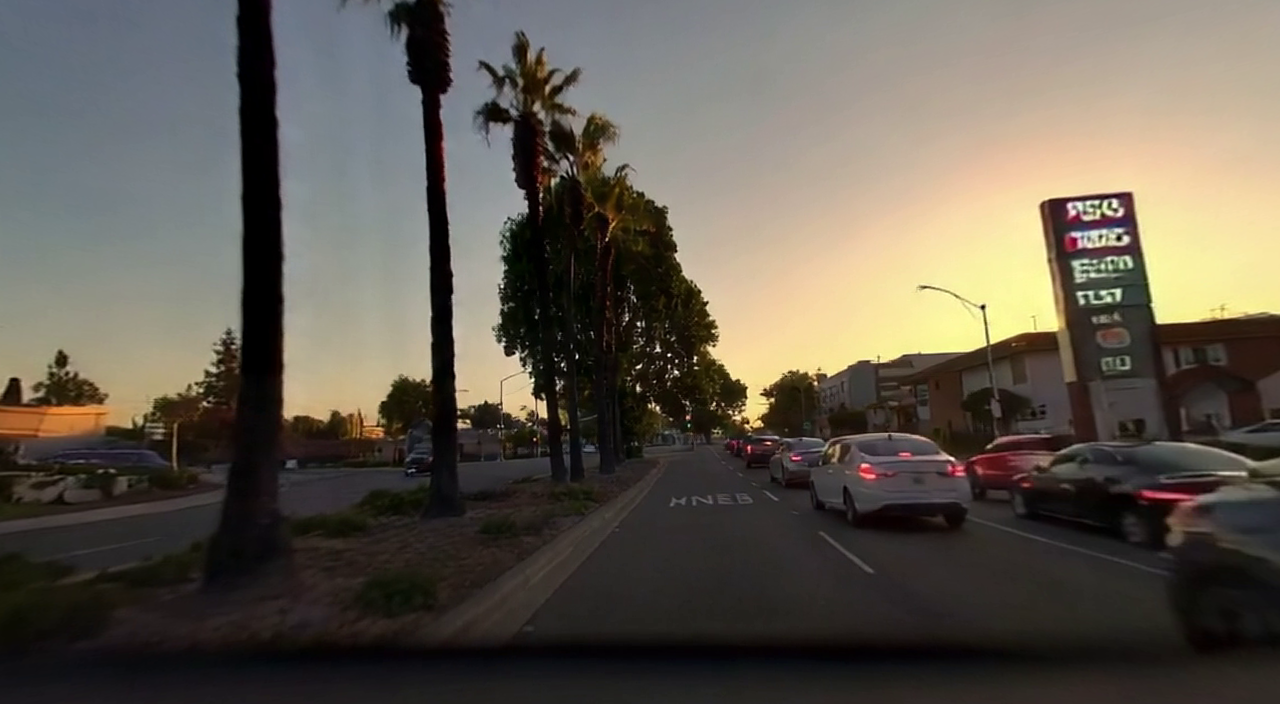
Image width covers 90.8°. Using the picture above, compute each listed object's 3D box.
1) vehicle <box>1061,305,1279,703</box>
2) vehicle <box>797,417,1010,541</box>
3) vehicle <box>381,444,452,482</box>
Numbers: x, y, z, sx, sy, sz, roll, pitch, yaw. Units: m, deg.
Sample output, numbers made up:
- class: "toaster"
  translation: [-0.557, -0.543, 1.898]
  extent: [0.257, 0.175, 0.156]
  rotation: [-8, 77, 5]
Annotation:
- class: "vehicle"
  translation: [3.507, 0.551, 1.083]
  extent: [2.428, 1.816, 4.959]
  rotation: [-1, -9, 5]
- class: "vehicle"
  translation: [4.347, 2.170, 11.445]
  extent: [2.061, 1.744, 4.752]
  rotation: [-1, -9, 4]
- class: "vehicle"
  translation: [-11.443, 5.676, 32.693]
  extent: [1.979, 1.724, 4.334]
  rotation: [-3, -9, 1]
